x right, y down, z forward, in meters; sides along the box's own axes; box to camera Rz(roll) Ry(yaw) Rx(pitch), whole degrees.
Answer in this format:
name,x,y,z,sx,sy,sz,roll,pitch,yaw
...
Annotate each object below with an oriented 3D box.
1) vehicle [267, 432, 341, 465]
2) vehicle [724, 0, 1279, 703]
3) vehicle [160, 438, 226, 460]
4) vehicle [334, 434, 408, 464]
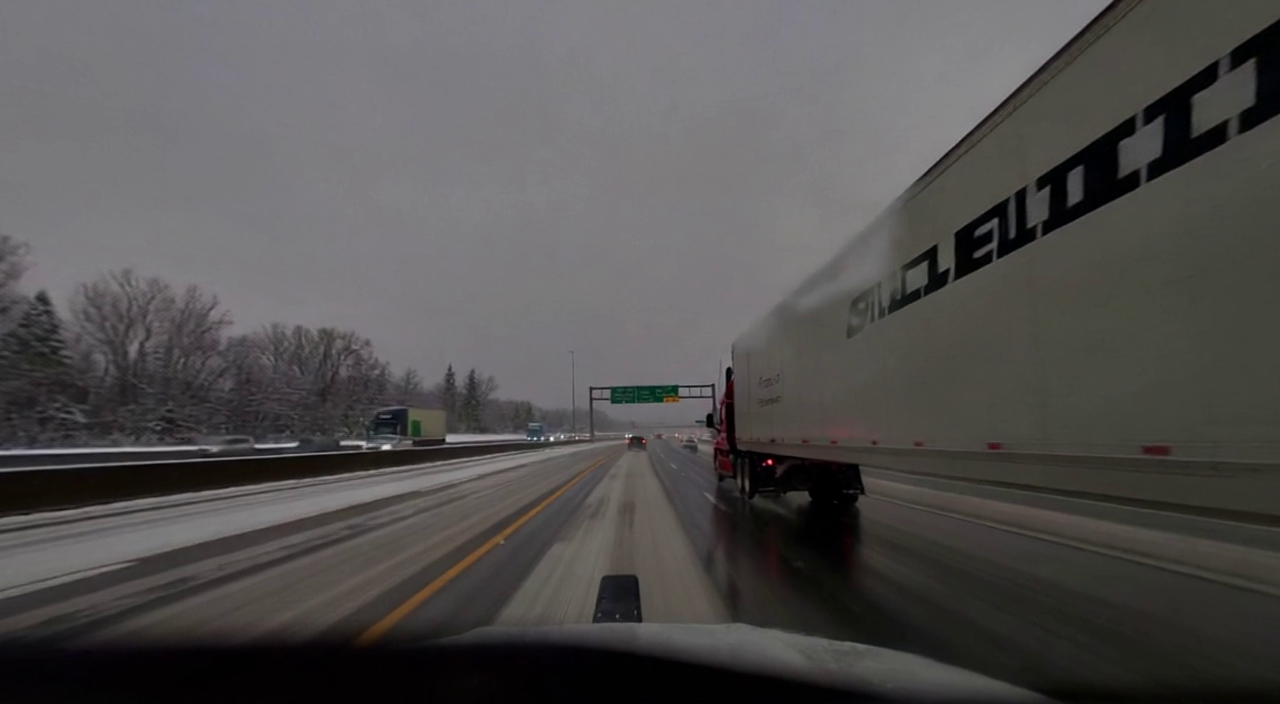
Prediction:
name,x,y,z,sx,sy,sz,roll,pitch,yaw
vehicle,-18.416,5.281,34.773,1.830,1.722,4.048,0,-8,0
vehicle,3.637,0.266,7.482,2.976,4.077,14.571,0,-8,-1
vehicle,-31.223,6.763,44.148,1.675,1.397,3.817,0,-8,3
vehicle,-14.478,5.215,34.224,1.887,1.500,4.933,0,-8,0
